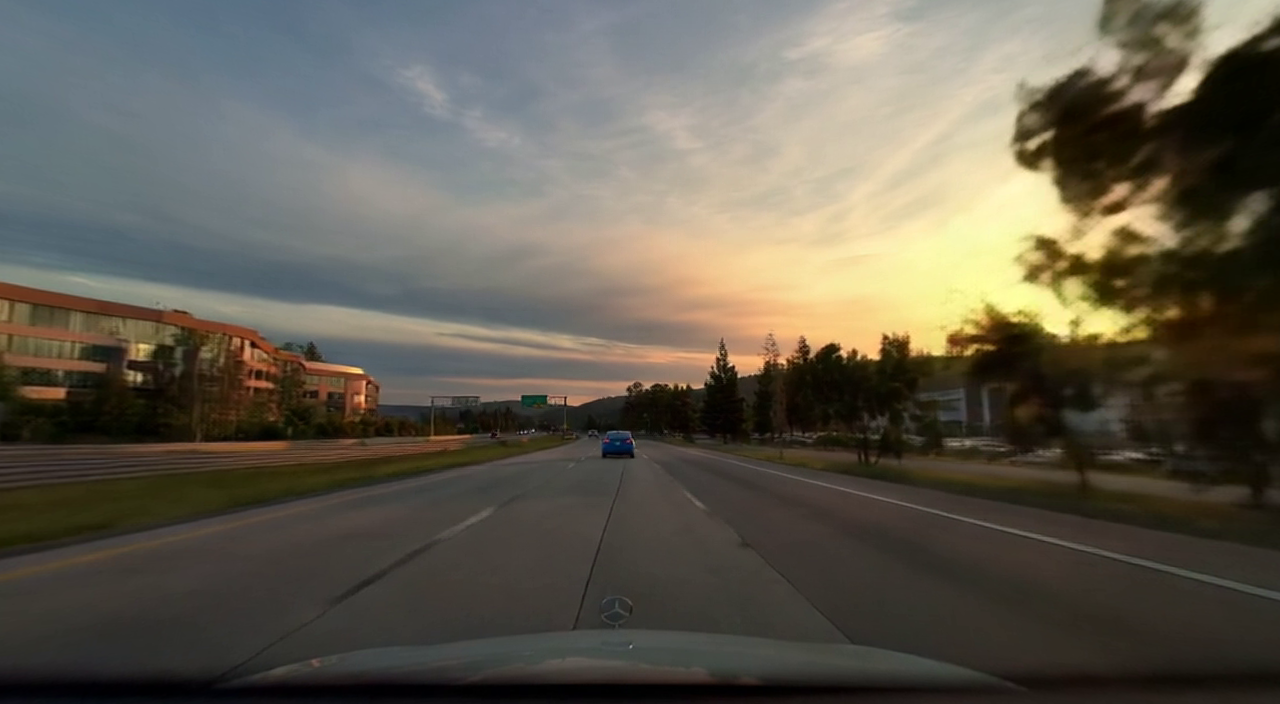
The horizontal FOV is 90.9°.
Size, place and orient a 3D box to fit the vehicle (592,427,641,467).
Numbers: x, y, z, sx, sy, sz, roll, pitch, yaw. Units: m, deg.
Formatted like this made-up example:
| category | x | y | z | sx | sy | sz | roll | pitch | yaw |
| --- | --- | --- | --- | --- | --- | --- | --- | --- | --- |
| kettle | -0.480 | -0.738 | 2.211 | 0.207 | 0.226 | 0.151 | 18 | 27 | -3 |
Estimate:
| category | x | y | z | sx | sy | sz | roll | pitch | yaw |
| --- | --- | --- | --- | --- | --- | --- | --- | --- | --- |
| vehicle | -1.043 | 4.163 | 27.815 | 2.020 | 1.633 | 3.942 | 0 | -8 | -2 |
